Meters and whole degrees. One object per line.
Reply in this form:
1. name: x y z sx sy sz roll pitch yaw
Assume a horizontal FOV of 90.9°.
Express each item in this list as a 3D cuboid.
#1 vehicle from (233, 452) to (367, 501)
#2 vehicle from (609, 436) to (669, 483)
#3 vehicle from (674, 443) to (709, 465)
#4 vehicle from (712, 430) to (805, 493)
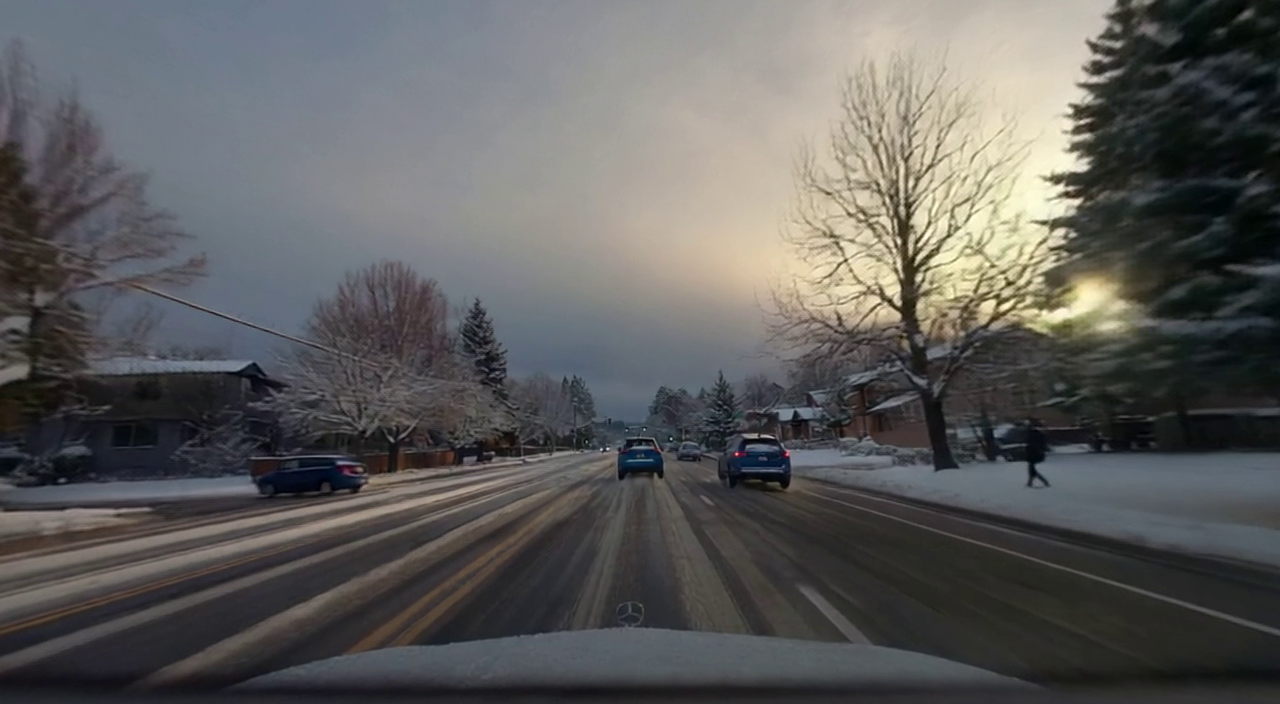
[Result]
1. vehicle: -13.383 4.906 24.979 4.296 1.611 1.942 -4 -9 5
2. vehicle: -0.033 4.203 24.952 2.200 1.653 4.127 0 -8 0
3. vehicle: 3.570 7.162 44.320 2.099 1.463 4.130 0 -8 -1
4. vehicle: 3.534 3.379 19.760 2.024 1.711 4.512 0 -8 0
